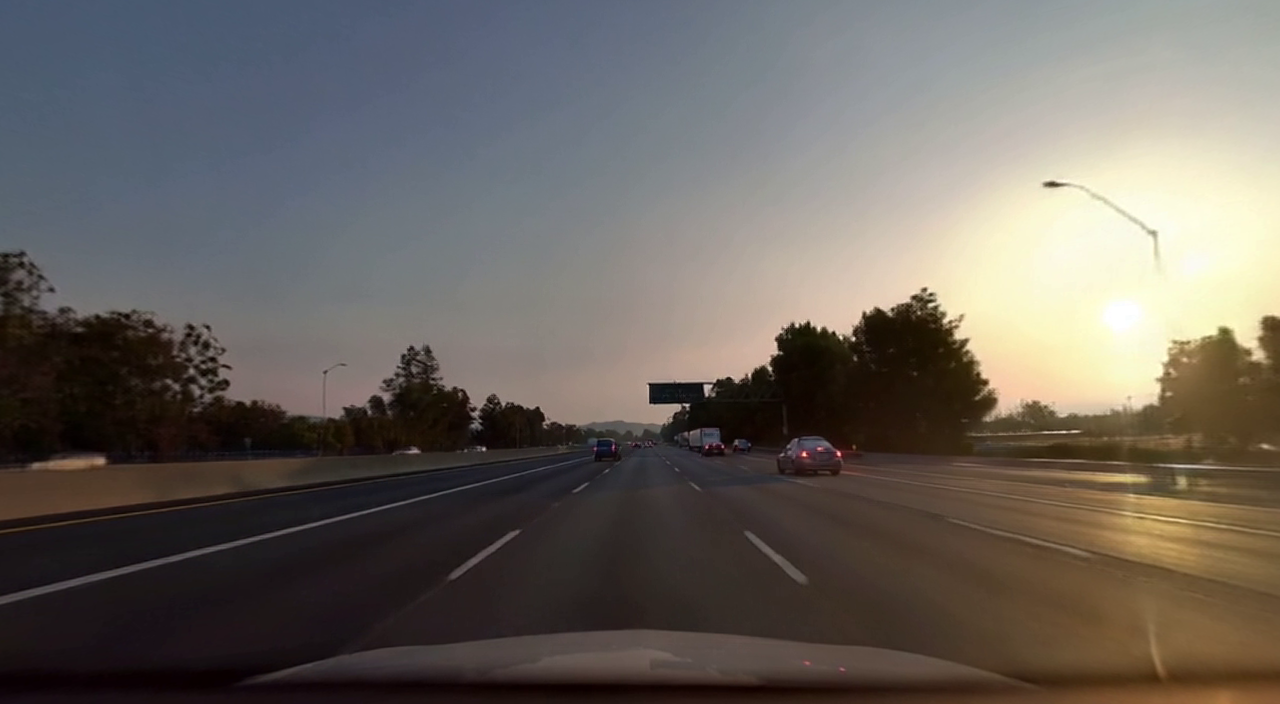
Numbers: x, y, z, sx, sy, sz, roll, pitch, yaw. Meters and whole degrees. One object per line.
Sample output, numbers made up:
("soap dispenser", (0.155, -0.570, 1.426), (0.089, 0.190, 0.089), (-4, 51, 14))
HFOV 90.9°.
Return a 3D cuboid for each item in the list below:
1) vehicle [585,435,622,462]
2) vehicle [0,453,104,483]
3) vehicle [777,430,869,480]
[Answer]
("vehicle", (-2.726, 7.364, 48.264), (2.453, 1.952, 5.320), (0, -8, 0))
("vehicle", (-39.669, 7.773, 42.522), (2.053, 1.812, 5.647), (0, -8, -1))
("vehicle", (6.706, 3.828, 23.617), (2.063, 1.706, 4.259), (0, -8, -1))
